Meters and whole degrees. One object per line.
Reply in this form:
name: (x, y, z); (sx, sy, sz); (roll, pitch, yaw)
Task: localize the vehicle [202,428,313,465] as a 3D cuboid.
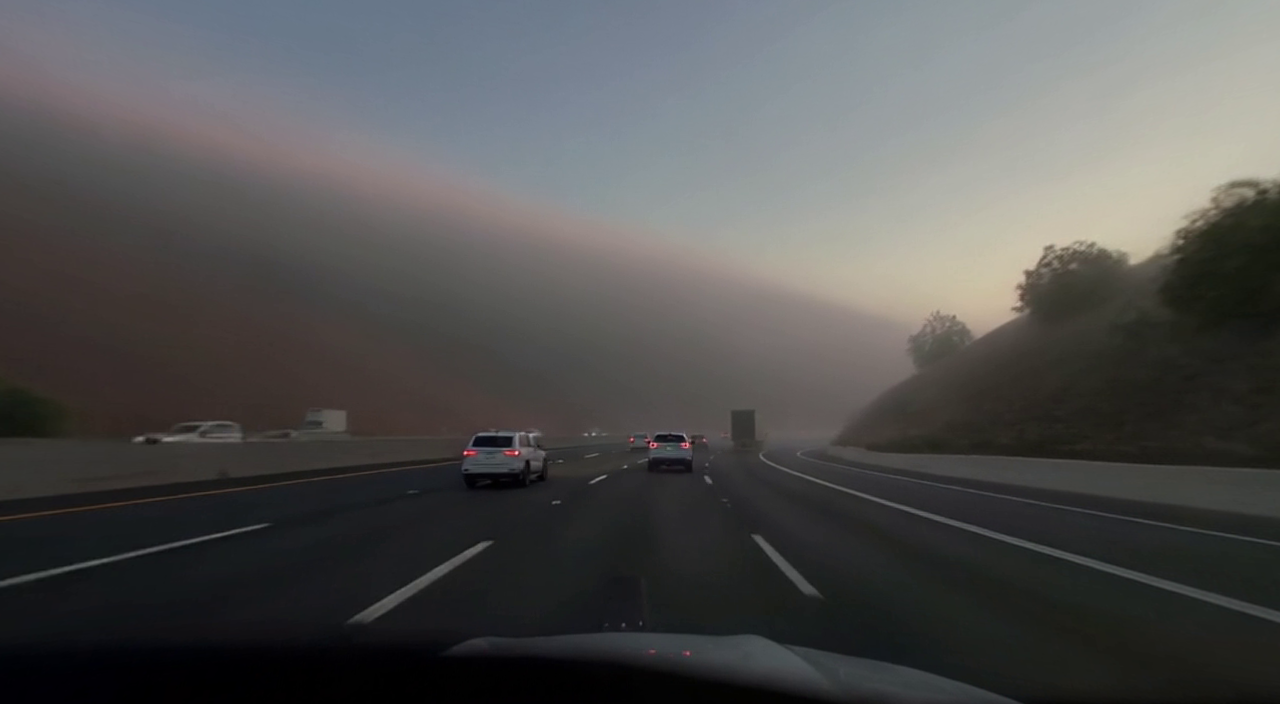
vehicle: (-16.003, 3.980, 26.666); (1.838, 1.420, 4.243); (-1, -8, 3)

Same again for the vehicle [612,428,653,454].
vehicle: (-0.464, 6.300, 44.501); (2.194, 1.702, 4.305); (-2, -8, 8)

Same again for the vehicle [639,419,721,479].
vehicle: (1.378, 3.301, 21.577); (2.484, 1.820, 4.497); (-1, -8, 4)

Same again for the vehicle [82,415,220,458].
vehicle: (-20.179, 3.545, 26.338); (1.900, 1.613, 4.537); (-1, -8, 4)

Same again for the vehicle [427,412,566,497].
vehicle: (-3.228, 2.433, 15.231); (2.077, 1.712, 4.406); (-1, -8, 4)
